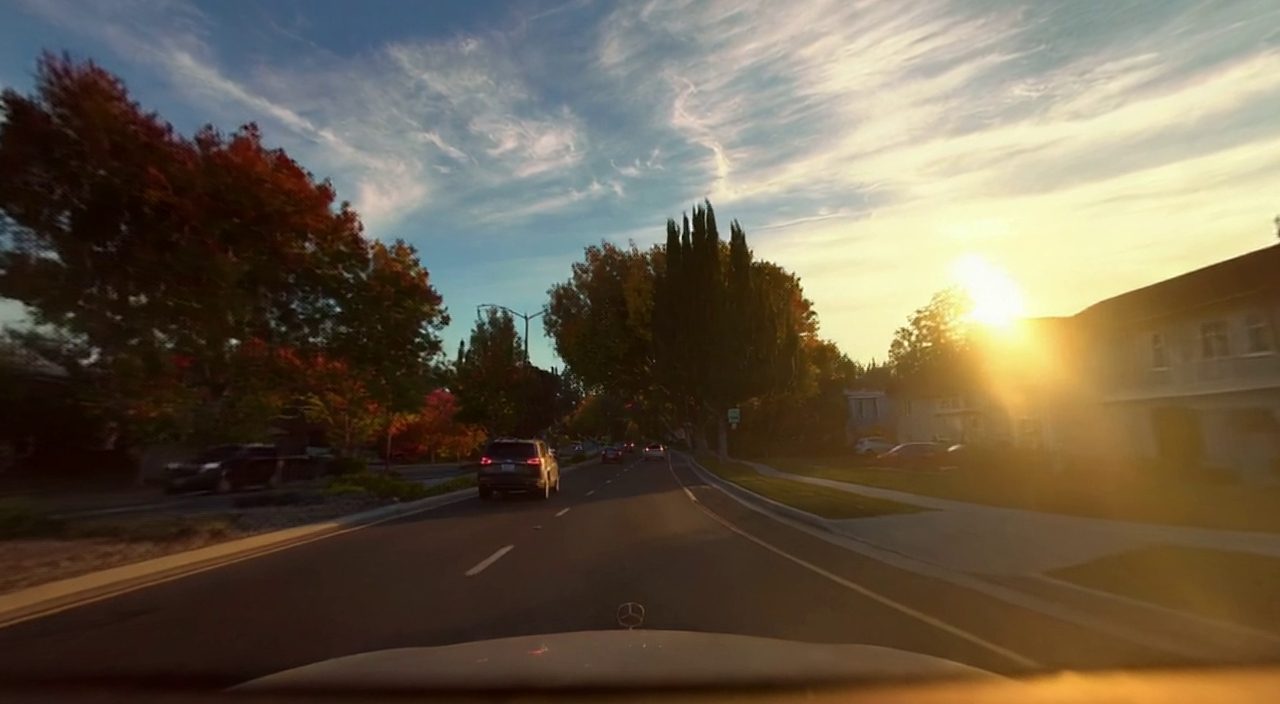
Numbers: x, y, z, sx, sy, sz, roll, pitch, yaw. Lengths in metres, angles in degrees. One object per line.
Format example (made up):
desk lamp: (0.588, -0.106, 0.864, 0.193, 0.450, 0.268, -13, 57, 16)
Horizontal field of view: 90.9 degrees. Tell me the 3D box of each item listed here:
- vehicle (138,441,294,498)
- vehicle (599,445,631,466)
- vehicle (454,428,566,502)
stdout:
vehicle: (-14.457, 3.991, 21.905, 2.063, 1.715, 4.650, 0, -8, 1)
vehicle: (-1.894, 8.061, 49.196, 2.119, 1.494, 4.624, 0, -8, 2)
vehicle: (-3.406, 3.069, 17.481, 2.073, 1.770, 4.302, 0, -8, 1)
